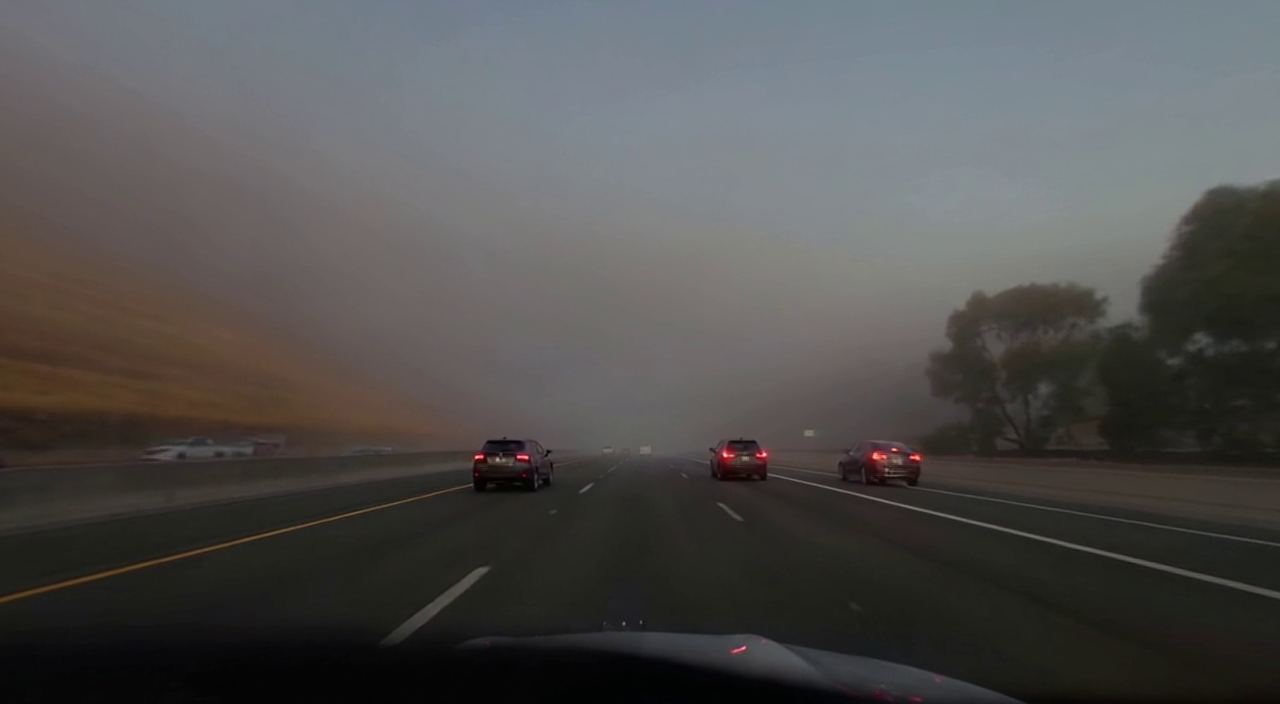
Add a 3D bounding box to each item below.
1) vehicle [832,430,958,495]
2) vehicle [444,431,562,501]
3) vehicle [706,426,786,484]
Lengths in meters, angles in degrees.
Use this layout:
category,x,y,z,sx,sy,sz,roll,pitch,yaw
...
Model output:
category,x,y,z,sx,sy,sz,roll,pitch,yaw
vehicle,7.506,3.272,19.101,1.998,1.717,4.338,0,-8,0
vehicle,-3.585,3.073,17.483,2.166,1.672,4.388,0,-8,2
vehicle,3.800,3.811,23.612,2.121,1.925,5.056,0,-8,0
